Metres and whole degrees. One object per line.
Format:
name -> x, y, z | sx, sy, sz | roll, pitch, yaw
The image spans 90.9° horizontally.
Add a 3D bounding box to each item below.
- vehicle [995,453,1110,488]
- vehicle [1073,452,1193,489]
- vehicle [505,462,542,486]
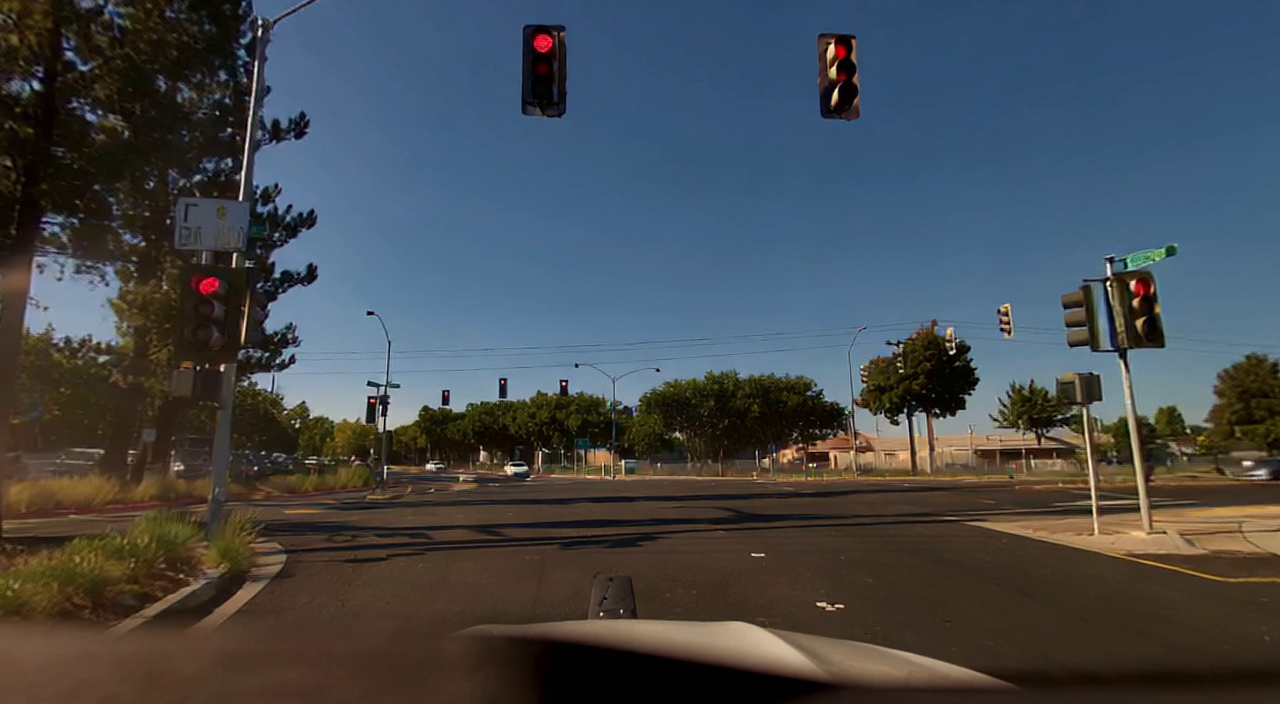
vehicle -> 21.202, 6.130, 32.509 | 4.455, 1.647, 2.124 | 1, -12, -6
vehicle -> 22.702, 5.456, 29.098 | 3.998, 1.590, 1.936 | 1, -11, -6
vehicle -> -8.965, 9.411, 48.720 | 2.045, 1.608, 3.709 | 0, -8, 2
